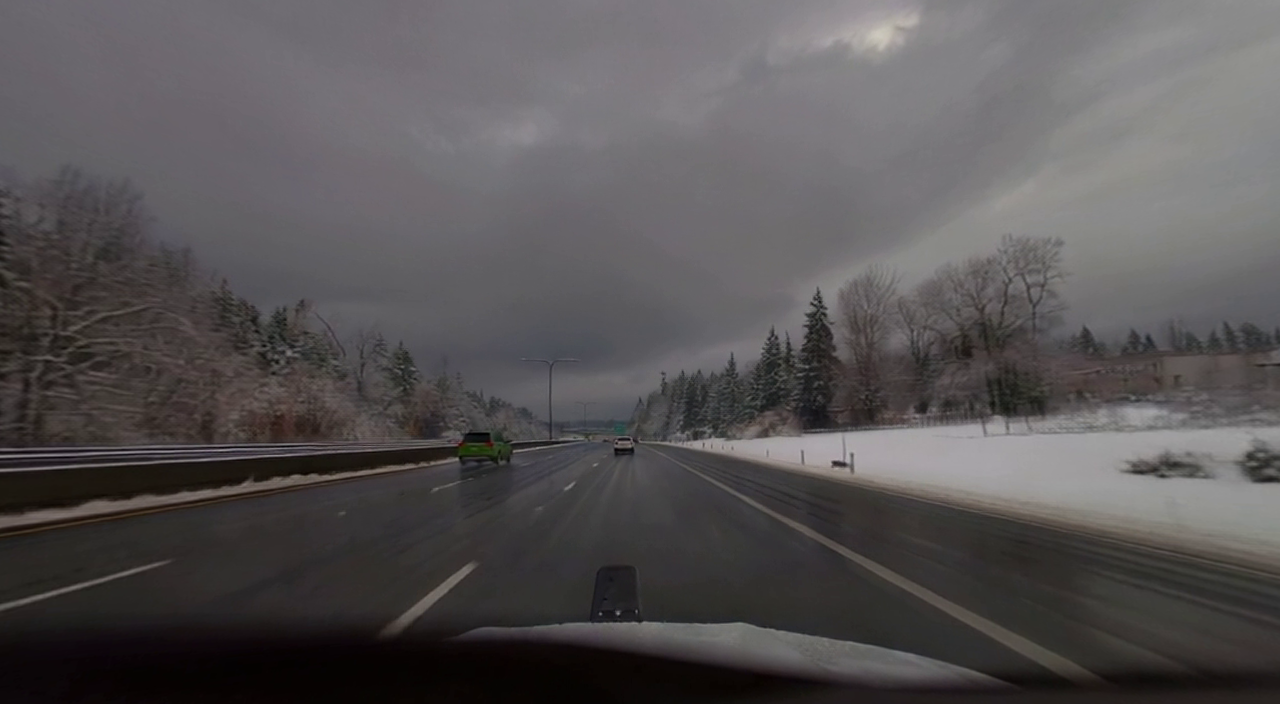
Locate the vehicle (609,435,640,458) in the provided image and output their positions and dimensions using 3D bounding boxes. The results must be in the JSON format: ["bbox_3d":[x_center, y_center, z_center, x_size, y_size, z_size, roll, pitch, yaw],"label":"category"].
[{"bbox_3d":[-1.048,6.417,42.900,2.010,1.534,4.013,0,-8,-1],"label":"vehicle"}]

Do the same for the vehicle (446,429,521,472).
[{"bbox_3d":[-6.667,4.230,27.393,2.111,1.689,4.505,0,-8,0],"label":"vehicle"}]
